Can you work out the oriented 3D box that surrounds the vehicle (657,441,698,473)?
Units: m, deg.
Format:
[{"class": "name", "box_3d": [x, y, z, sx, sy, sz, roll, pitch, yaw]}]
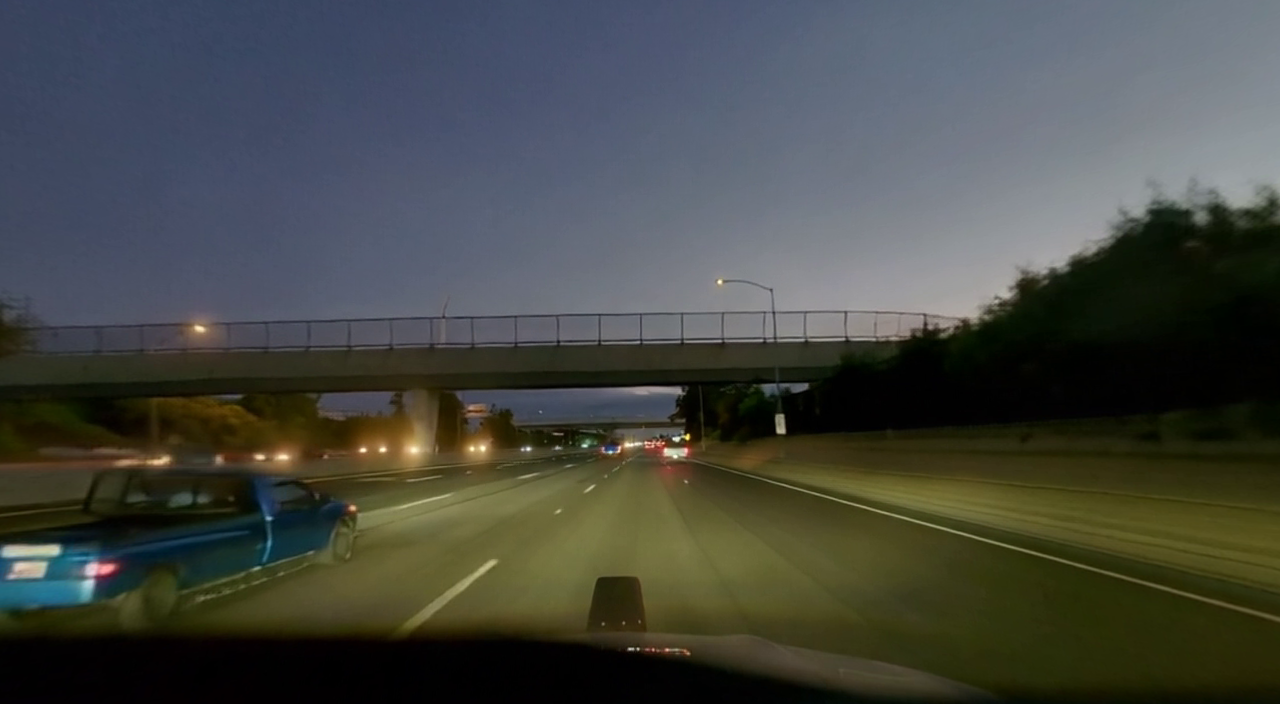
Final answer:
[{"class": "vehicle", "box_3d": [1.991, 5.807, 35.061, 2.010, 1.637, 4.940, 0, -8, 1]}]

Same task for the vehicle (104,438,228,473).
[{"class": "vehicle", "box_3d": [-23.201, 5.099, 31.230, 1.954, 1.570, 5.289, 0, -8, 1]}]

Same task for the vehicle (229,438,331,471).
[{"class": "vehicle", "box_3d": [-19.906, 5.684, 35.262, 2.184, 1.663, 5.696, 0, -8, 2]}]

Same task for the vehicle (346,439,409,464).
[{"class": "vehicle", "box_3d": [-19.716, 7.490, 47.733, 2.203, 1.733, 5.705, 0, -8, 2]}]
